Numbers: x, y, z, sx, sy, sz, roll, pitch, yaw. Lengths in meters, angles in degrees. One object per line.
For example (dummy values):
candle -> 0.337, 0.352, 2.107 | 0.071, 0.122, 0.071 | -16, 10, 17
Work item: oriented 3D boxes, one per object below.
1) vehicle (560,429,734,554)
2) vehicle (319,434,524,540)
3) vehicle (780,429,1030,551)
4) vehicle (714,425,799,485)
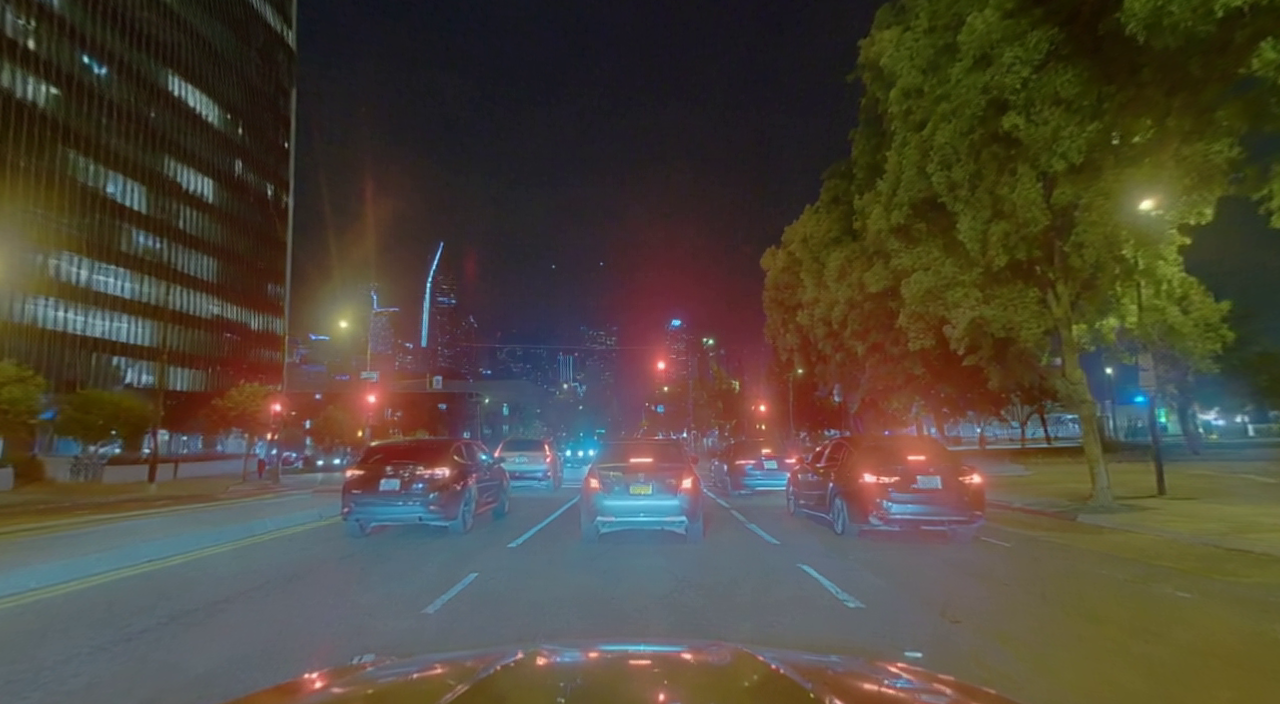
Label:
vehicle -> 0.049, 1.985, 9.674 | 2.101, 1.480, 3.929 | 0, -8, -1
vehicle -> -3.441, 2.194, 10.920 | 2.002, 1.465, 4.098 | 0, -8, 1
vehicle -> 3.786, 2.037, 10.069 | 1.990, 1.486, 4.431 | 0, -8, -1
vehicle -> 4.179, 3.830, 23.637 | 2.142, 1.957, 5.443 | 0, -8, 0
